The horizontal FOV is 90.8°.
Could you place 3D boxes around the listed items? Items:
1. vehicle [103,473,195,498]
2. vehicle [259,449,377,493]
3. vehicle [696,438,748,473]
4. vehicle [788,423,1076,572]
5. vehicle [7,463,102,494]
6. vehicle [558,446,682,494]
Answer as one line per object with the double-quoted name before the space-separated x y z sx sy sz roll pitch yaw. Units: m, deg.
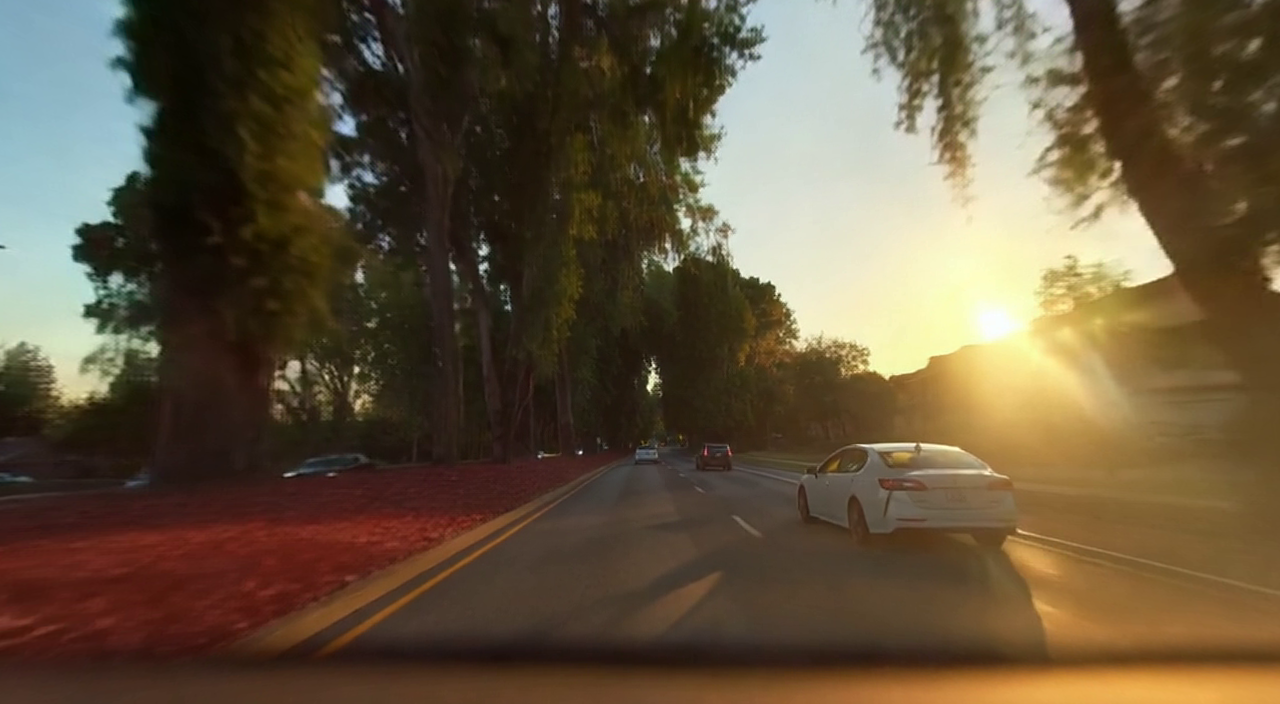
"vehicle" -31.595 8.610 40.727 4.432 1.484 1.839 -1 -9 3
"vehicle" -12.282 4.543 24.565 2.063 1.485 4.756 0 -8 0
"vehicle" 4.094 5.292 32.390 2.074 1.652 4.340 0 -8 0
"vehicle" 3.550 1.833 8.738 1.985 1.529 4.147 0 -8 0
"vehicle" -44.701 9.679 48.290 5.033 2.130 2.084 1 -9 0
"vehicle" -0.676 4.303 23.169 4.279 1.438 2.037 -3 -10 4
